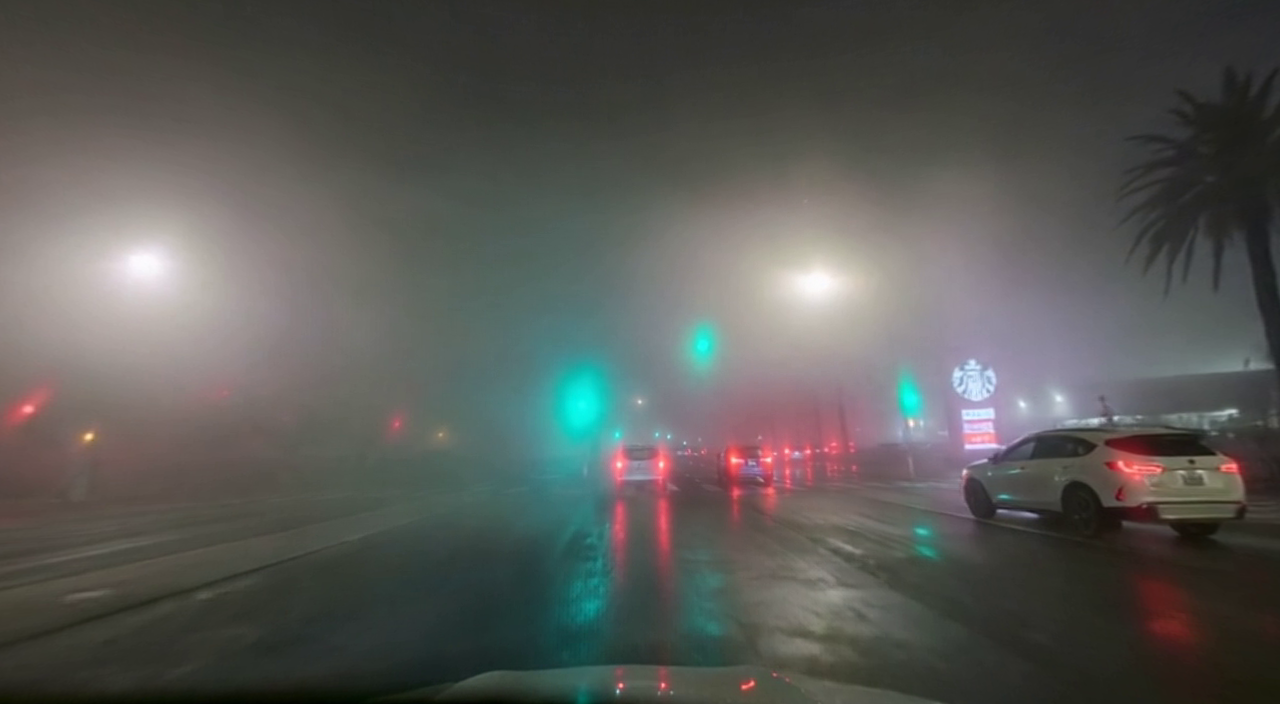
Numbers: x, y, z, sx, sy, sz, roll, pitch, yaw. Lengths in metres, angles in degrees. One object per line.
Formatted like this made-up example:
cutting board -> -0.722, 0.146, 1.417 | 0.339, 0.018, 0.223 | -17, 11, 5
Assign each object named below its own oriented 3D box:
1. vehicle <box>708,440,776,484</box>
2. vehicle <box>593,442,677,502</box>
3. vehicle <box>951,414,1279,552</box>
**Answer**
vehicle -> 3.883, 4.259, 24.748 | 1.892, 1.532, 4.177 | 0, -8, -1
vehicle -> -0.133, 3.299, 17.853 | 2.110, 1.487, 3.873 | 0, -8, 0
vehicle -> 6.901, 1.903, 9.837 | 1.940, 1.674, 4.085 | 0, -8, -1
